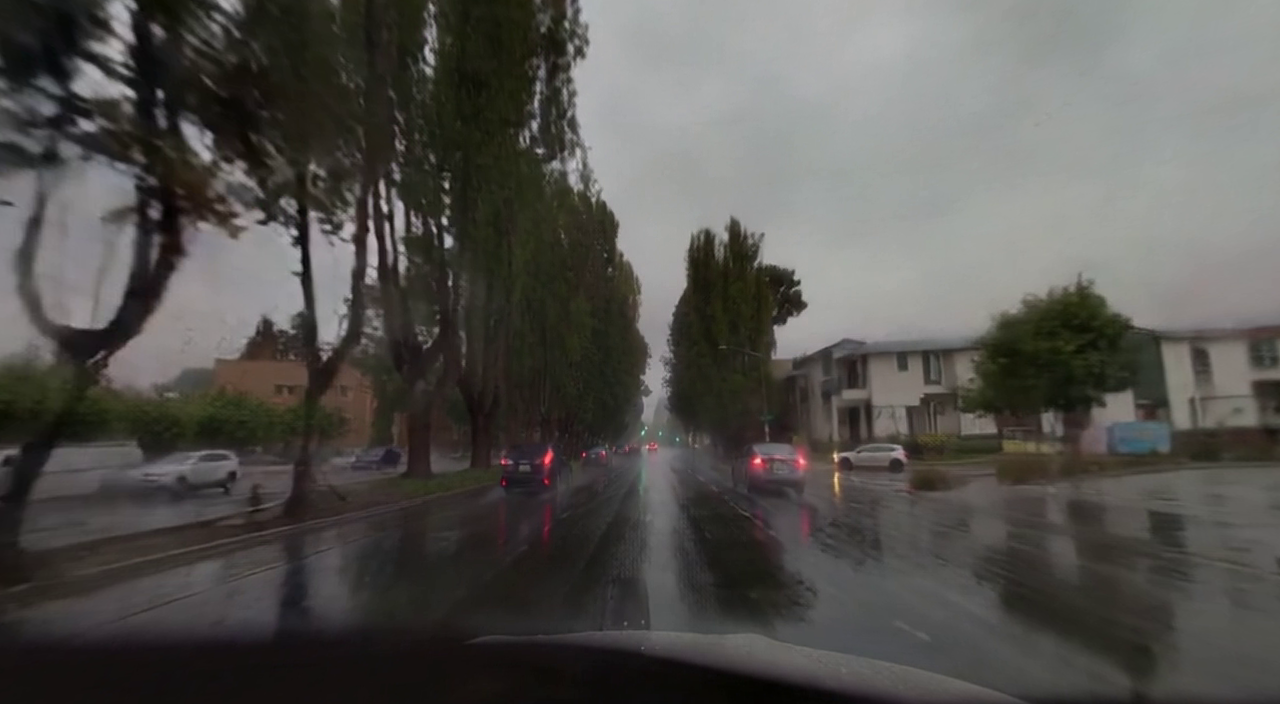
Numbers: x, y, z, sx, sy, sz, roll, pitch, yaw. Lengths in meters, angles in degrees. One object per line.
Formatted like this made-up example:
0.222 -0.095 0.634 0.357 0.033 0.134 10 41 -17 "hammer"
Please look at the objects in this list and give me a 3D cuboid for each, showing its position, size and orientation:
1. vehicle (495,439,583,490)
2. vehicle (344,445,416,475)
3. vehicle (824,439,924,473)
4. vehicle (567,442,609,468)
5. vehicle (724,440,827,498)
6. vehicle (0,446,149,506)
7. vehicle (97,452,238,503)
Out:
-3.143 3.607 20.615 2.053 1.480 4.381 0 -8 2 "vehicle"
-18.145 7.521 44.338 2.345 1.906 6.020 0 -8 2 "vehicle"
12.501 5.579 34.032 4.717 1.733 1.994 -1 -9 10 "vehicle"
-3.066 6.179 38.000 1.988 1.497 4.404 0 -8 3 "vehicle"
3.847 3.384 18.738 2.010 1.486 4.498 0 -8 0 "vehicle"
-22.481 4.735 24.608 2.928 2.070 4.368 0 -8 3 "vehicle"
-15.991 4.227 21.614 1.804 1.502 3.839 0 -8 1 "vehicle"
